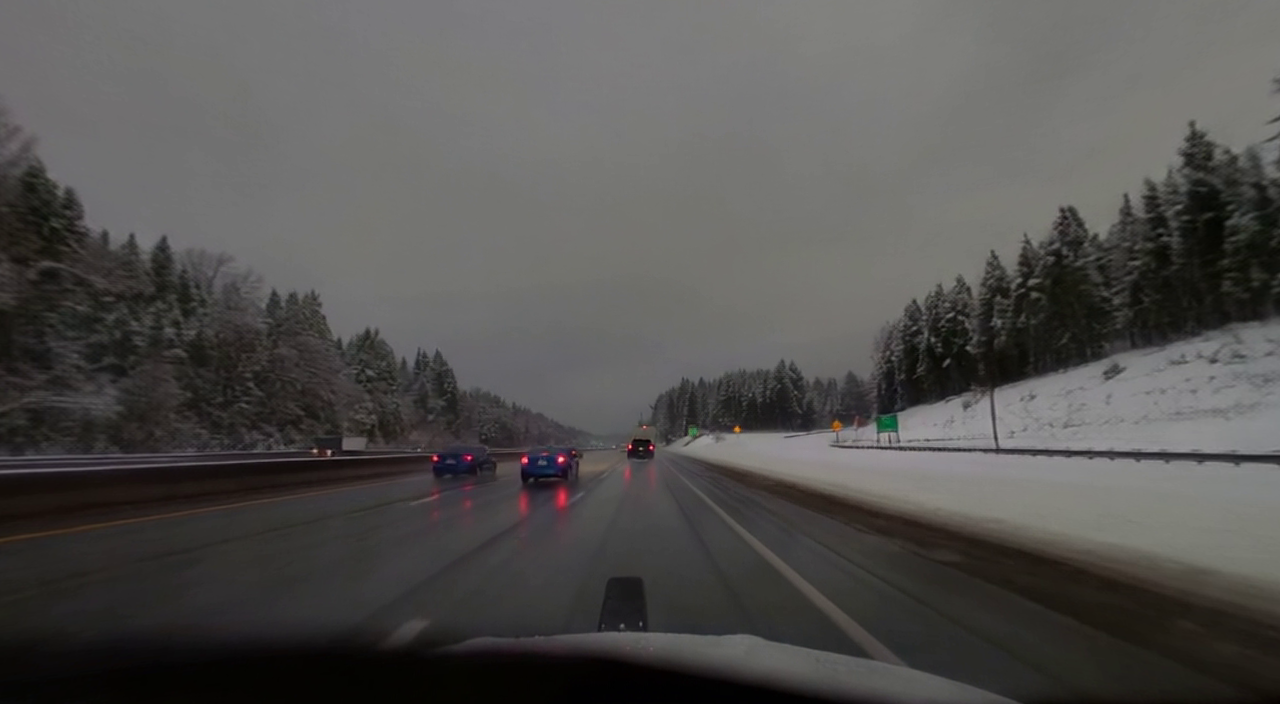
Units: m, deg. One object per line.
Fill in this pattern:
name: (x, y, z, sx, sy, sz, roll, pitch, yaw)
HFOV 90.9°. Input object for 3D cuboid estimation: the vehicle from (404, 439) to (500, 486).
vehicle: (-6.763, 4.011, 23.271, 2.009, 1.519, 4.697, -1, -8, 1)

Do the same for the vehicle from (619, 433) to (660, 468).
vehicle: (-0.018, 6.003, 38.574, 2.309, 1.915, 5.130, -1, -8, 1)

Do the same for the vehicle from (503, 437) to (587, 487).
vehicle: (-3.278, 3.924, 22.934, 2.139, 1.589, 5.102, -1, -8, 1)
